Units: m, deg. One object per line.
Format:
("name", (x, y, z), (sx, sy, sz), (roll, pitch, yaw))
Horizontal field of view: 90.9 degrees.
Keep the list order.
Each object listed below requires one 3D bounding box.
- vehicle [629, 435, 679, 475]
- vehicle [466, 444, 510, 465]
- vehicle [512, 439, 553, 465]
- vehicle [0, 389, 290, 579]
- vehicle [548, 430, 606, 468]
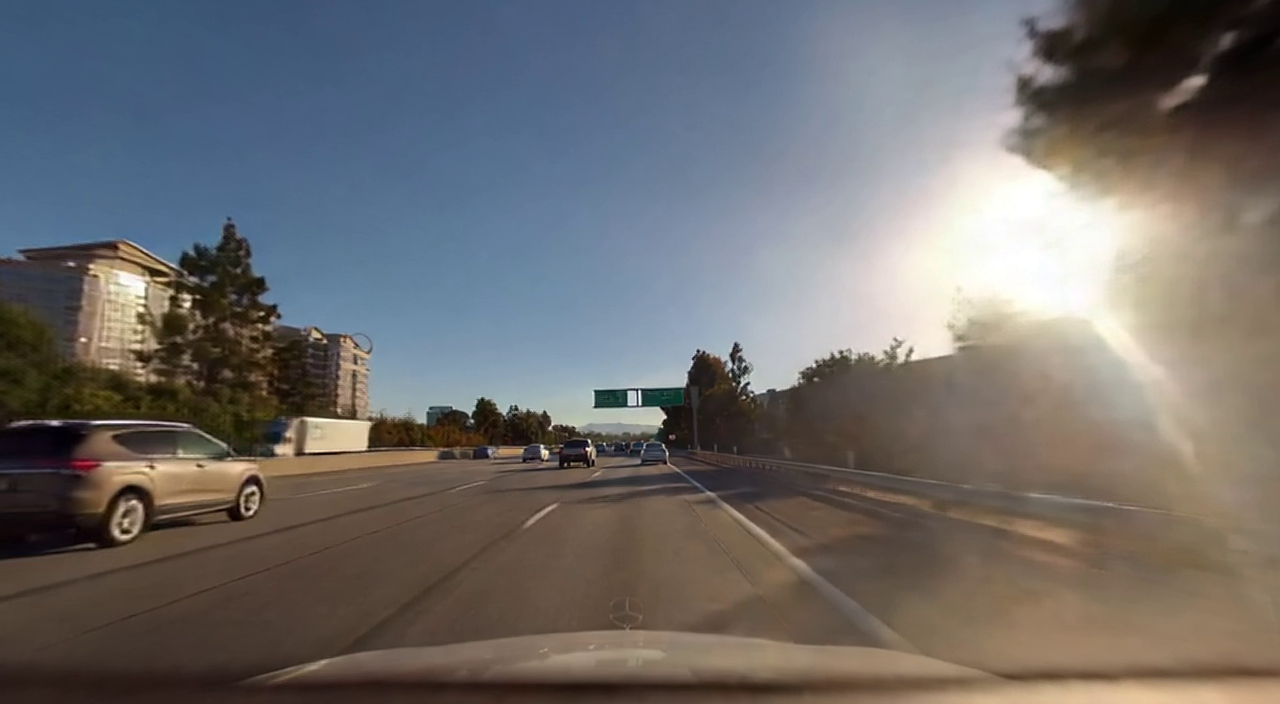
("vehicle", (0.618, 4.836, 29.864), (2.135, 1.697, 4.757), (0, -8, 0))
("vehicle", (-11.058, 7.455, 46.071), (1.951, 1.491, 4.697), (0, -8, 1))
("vehicle", (-7.732, 7.220, 45.904), (2.078, 1.779, 4.610), (0, -8, 1))
("vehicle", (-7.685, 1.622, 8.359), (2.521, 1.901, 5.988), (0, -8, 2))
("vehicle", (-3.636, 5.806, 37.920), (2.751, 2.050, 5.761), (0, -8, 1))
